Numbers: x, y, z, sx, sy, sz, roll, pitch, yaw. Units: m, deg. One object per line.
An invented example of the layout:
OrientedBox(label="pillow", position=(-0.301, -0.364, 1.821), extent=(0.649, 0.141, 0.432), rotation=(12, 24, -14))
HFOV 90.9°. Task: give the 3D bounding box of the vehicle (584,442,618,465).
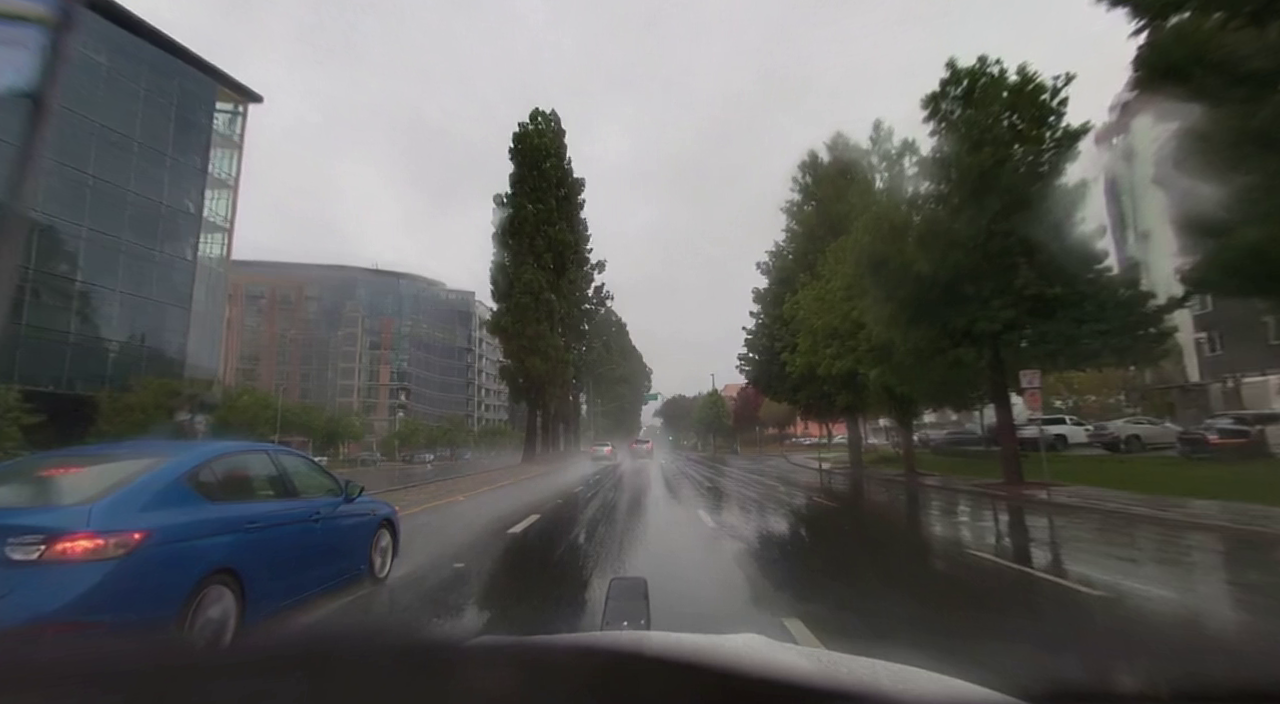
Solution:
OrientedBox(label="vehicle", position=(-2.899, 7.738, 48.151), extent=(2.197, 1.486, 4.654), rotation=(-4, -8, 0))

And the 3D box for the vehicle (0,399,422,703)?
OrientedBox(label="vehicle", position=(-3.398, 1.309, 4.500), extent=(2.009, 1.489, 4.543), rotation=(-4, -8, 1))
